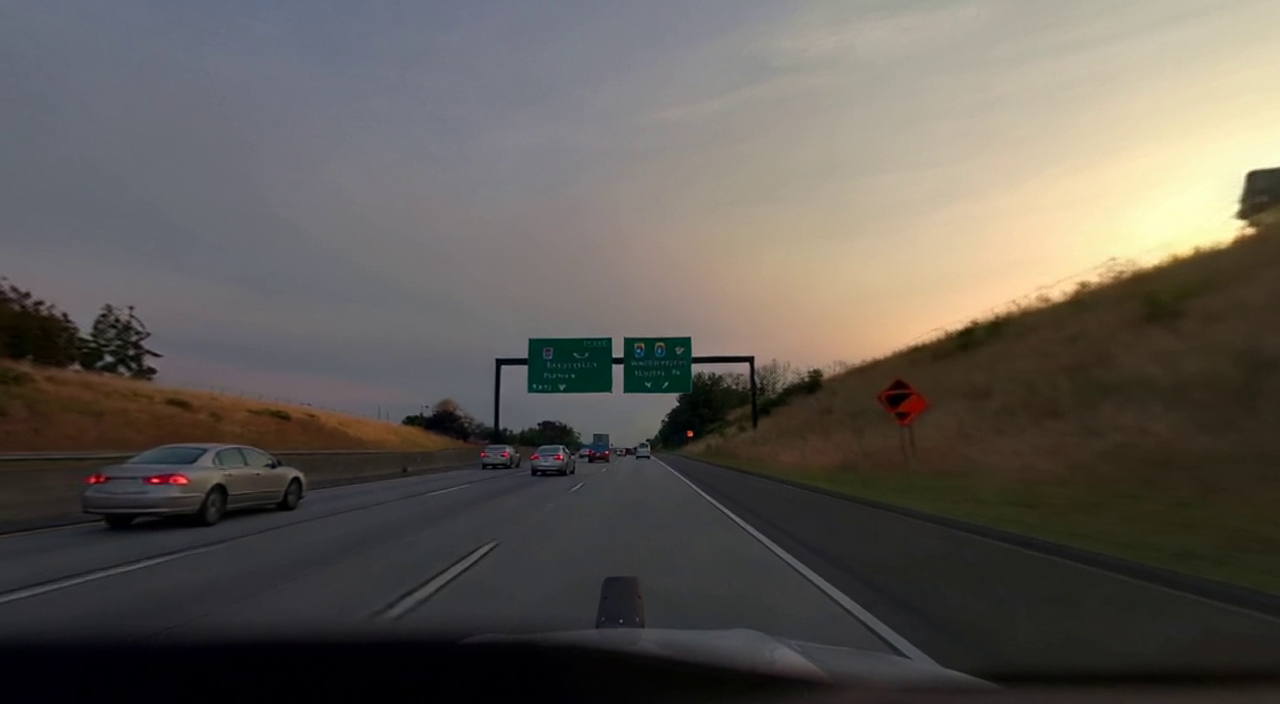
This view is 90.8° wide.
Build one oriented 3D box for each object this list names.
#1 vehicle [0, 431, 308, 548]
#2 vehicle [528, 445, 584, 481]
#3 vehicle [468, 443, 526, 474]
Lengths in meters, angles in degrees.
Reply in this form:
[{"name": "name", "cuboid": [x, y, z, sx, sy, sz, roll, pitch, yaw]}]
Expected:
[{"name": "vehicle", "cuboid": [-7.897, 2.159, 10.613, 2.009, 1.500, 4.741, 0, -9, 0]}, {"name": "vehicle", "cuboid": [-3.556, 4.790, 27.488, 1.924, 1.436, 3.915, 0, -9, 0]}, {"name": "vehicle", "cuboid": [-7.496, 5.629, 33.554, 2.091, 1.558, 4.220, 0, -9, 0]}]
